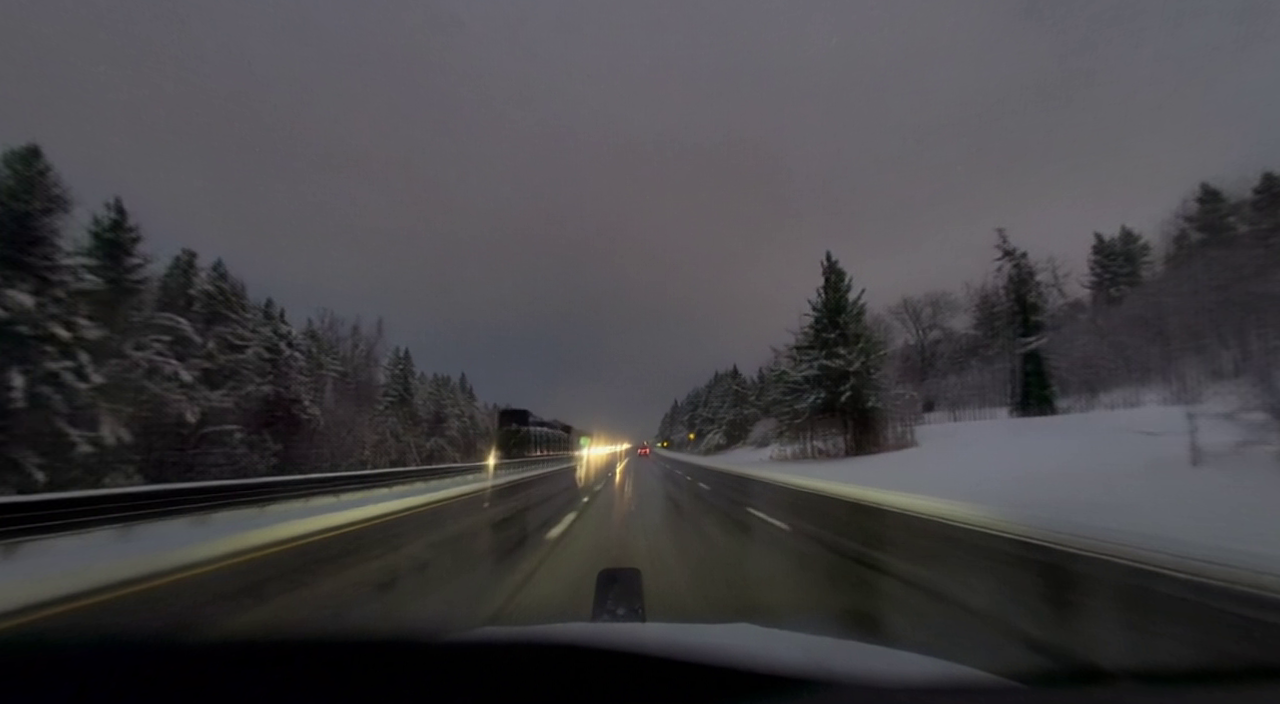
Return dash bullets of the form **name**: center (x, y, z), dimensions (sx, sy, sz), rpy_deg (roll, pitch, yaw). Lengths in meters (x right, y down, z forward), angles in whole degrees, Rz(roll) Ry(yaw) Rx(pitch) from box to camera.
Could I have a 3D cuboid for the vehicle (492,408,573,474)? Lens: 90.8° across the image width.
- **vehicle**: center (-6.881, 6.132, 43.030), dimensions (2.939, 3.731, 14.269), rpy_deg (0, -9, 0)
